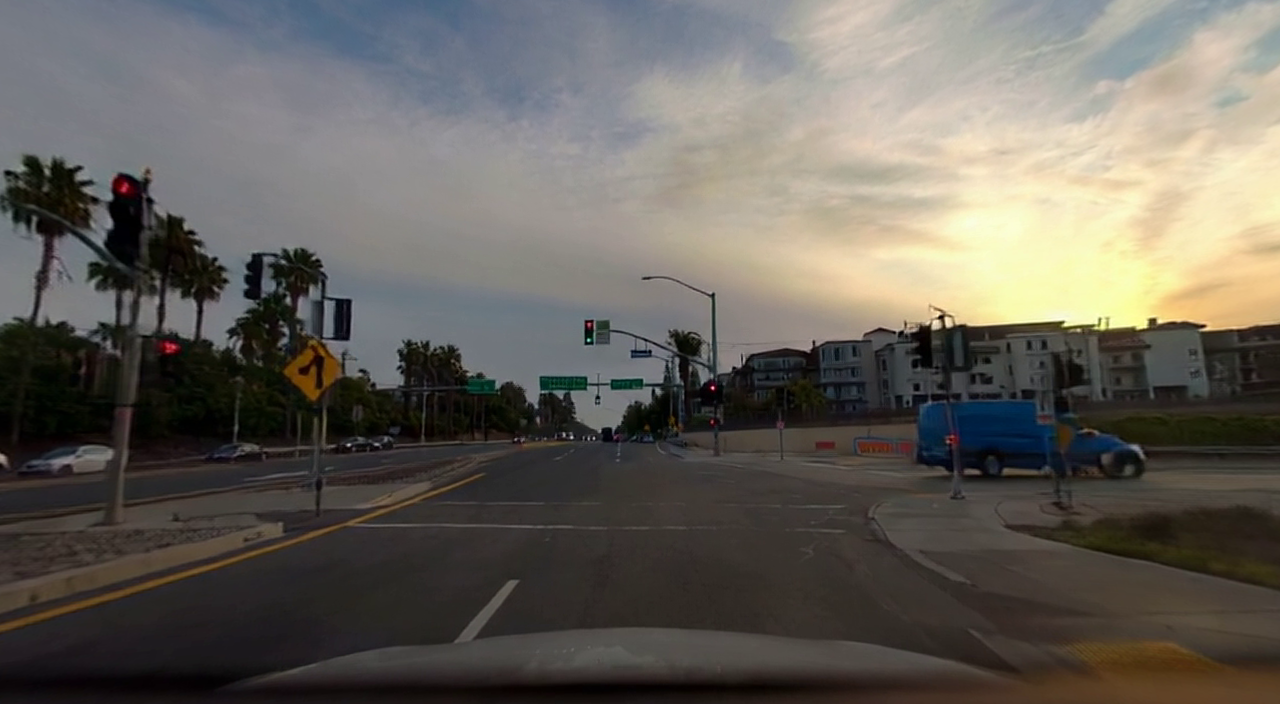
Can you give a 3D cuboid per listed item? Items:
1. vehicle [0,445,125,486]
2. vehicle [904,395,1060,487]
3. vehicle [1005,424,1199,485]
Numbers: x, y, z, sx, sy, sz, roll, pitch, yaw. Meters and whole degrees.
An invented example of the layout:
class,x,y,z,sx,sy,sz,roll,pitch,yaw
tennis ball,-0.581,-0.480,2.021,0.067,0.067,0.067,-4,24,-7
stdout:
class,x,y,z,sx,sy,sz,roll,pitch,yaw
vehicle,-25.425,4.809,26.960,4.925,1.634,2.219,0,-9,2
vehicle,12.258,3.208,22.793,4.180,3.020,2.606,3,-9,-18
vehicle,17.518,3.905,24.096,6.055,2.140,2.266,2,-8,-10
